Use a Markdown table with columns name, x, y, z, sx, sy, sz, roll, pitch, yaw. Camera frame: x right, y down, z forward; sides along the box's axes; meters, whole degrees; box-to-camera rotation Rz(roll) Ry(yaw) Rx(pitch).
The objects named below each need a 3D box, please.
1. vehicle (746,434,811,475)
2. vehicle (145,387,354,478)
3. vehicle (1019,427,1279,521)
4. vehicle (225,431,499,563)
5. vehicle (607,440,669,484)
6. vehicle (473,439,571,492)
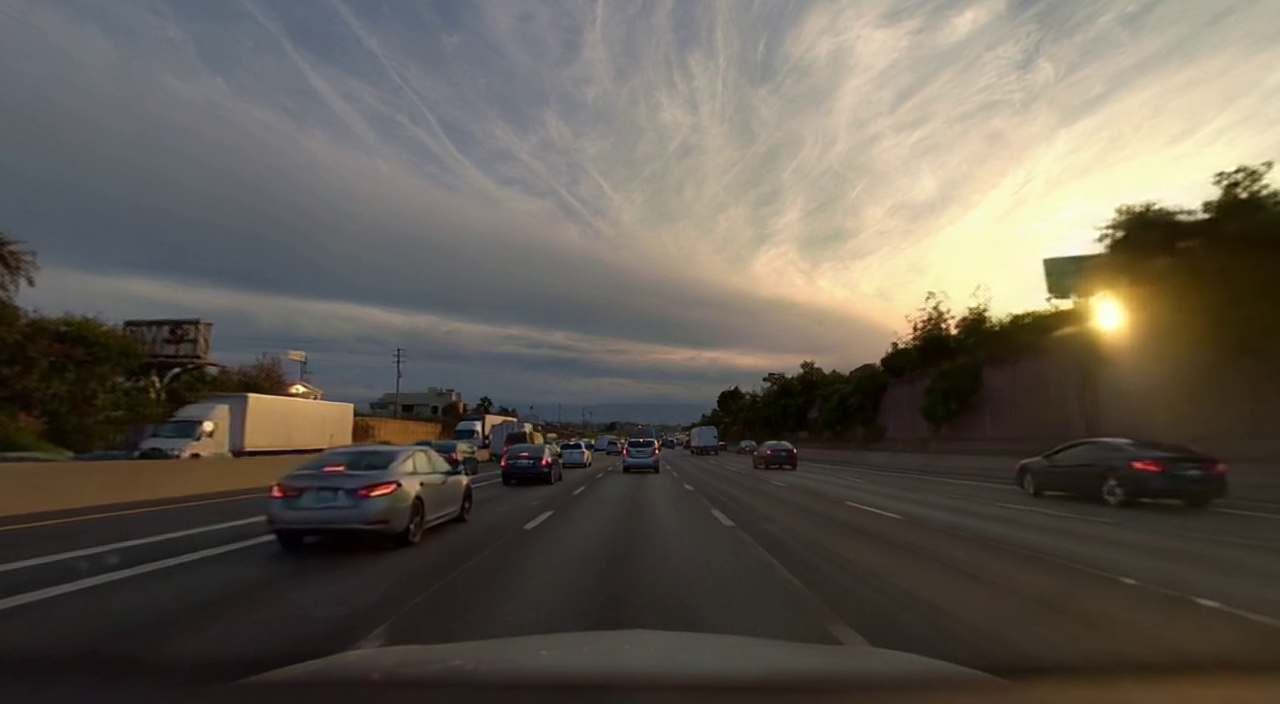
| name | x | y | z | sx | sy | sz | roll | pitch | yaw |
| --- | --- | --- | --- | --- | --- | --- | --- | --- | --- |
| vehicle | 6.451 | 4.832 | 29.809 | 1.992 | 1.745 | 4.329 | 0 | -9 | -1 |
| vehicle | -18.813 | 4.208 | 31.866 | 2.989 | 3.764 | 11.425 | 0 | -9 | 1 |
| vehicle | 10.189 | 2.449 | 13.077 | 2.066 | 1.629 | 3.945 | 0 | -9 | -1 |
| vehicle | -3.569 | 1.941 | 9.146 | 2.025 | 1.449 | 4.190 | 0 | -9 | 1 |
| vehicle | -0.078 | 3.984 | 23.127 | 2.053 | 1.461 | 3.941 | 0 | -9 | 0 |
| vehicle | -3.540 | 3.534 | 19.907 | 2.098 | 1.463 | 4.578 | 0 | -9 | 2 |
